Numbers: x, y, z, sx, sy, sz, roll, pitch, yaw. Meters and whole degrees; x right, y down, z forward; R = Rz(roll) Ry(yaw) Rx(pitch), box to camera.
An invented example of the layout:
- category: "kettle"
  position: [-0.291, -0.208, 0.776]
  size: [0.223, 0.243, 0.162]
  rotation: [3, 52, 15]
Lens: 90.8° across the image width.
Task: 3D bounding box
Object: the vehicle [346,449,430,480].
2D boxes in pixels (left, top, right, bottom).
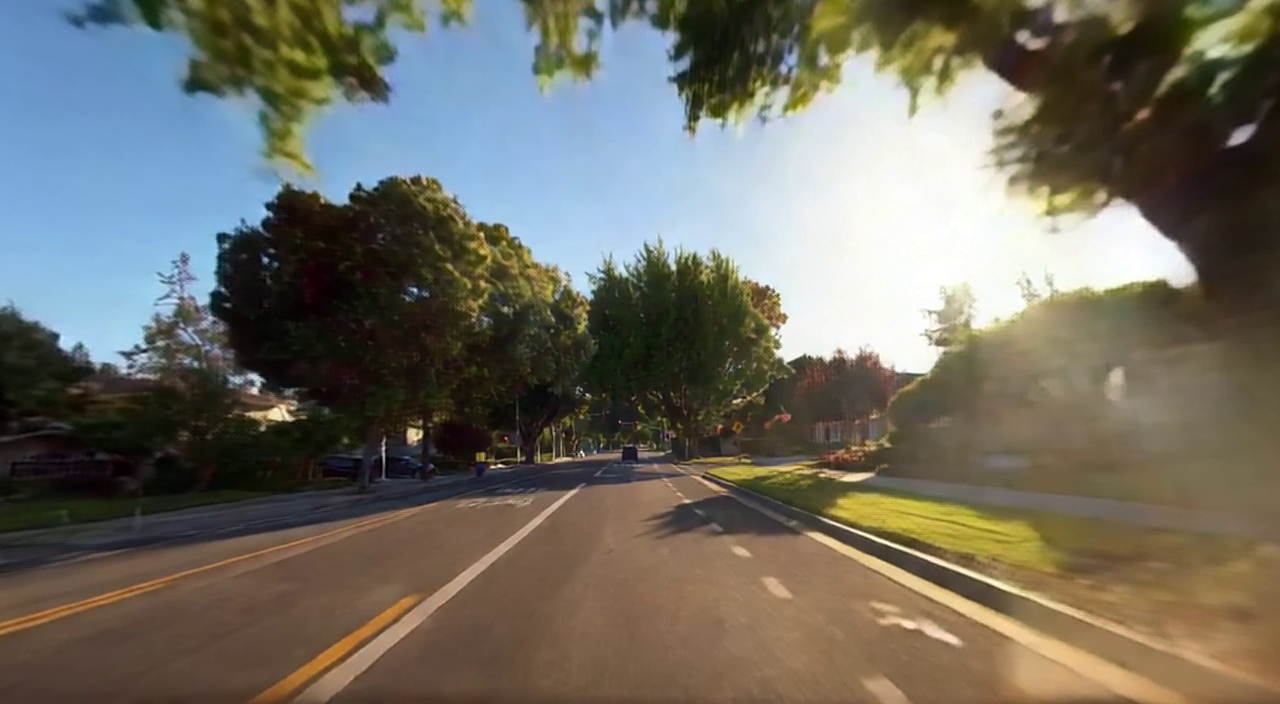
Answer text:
- category: "vehicle"
  position: [-16.261, 7.266, 40.931]
  size: [2.043, 1.803, 4.631]
  rotation: [-11, -13, 37]

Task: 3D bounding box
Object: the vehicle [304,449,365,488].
- category: "vehicle"
  position: [-16.824, 6.355, 35.115]
  size: [2.378, 1.922, 5.801]
  rotation: [3, -9, -20]

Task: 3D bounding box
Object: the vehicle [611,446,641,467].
- category: "vehicle"
  position: [-1.010, 7.638, 46.327]
  size: [2.104, 1.500, 3.815]
  rotation: [1, -9, -2]
